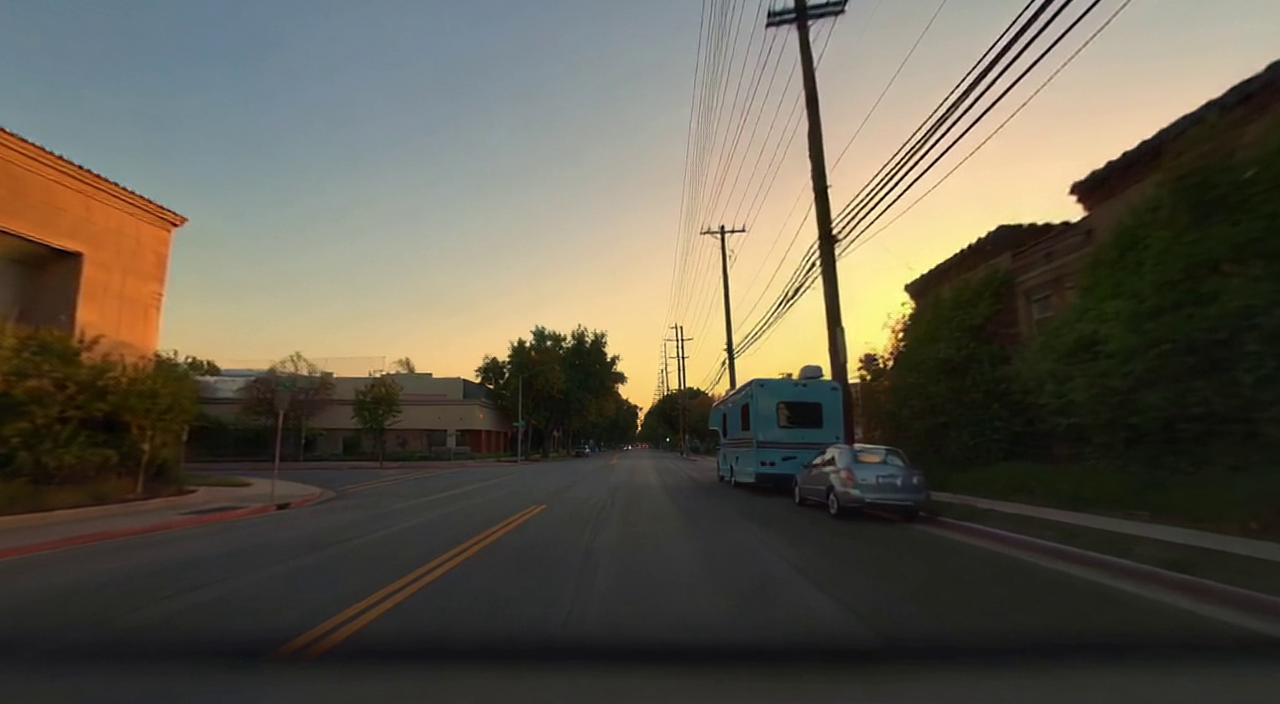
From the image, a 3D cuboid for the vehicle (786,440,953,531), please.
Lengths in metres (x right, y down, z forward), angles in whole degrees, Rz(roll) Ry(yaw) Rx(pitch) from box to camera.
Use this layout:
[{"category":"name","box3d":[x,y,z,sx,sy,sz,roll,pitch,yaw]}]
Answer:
[{"category":"vehicle","box3d":[4.416,2.594,12.839,1.852,1.497,3.672,-2,-8,-2]}]

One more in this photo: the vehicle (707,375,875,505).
[{"category":"vehicle","box3d":[4.259,2.864,20.336,3.110,3.241,8.788,0,-9,-1]}]
